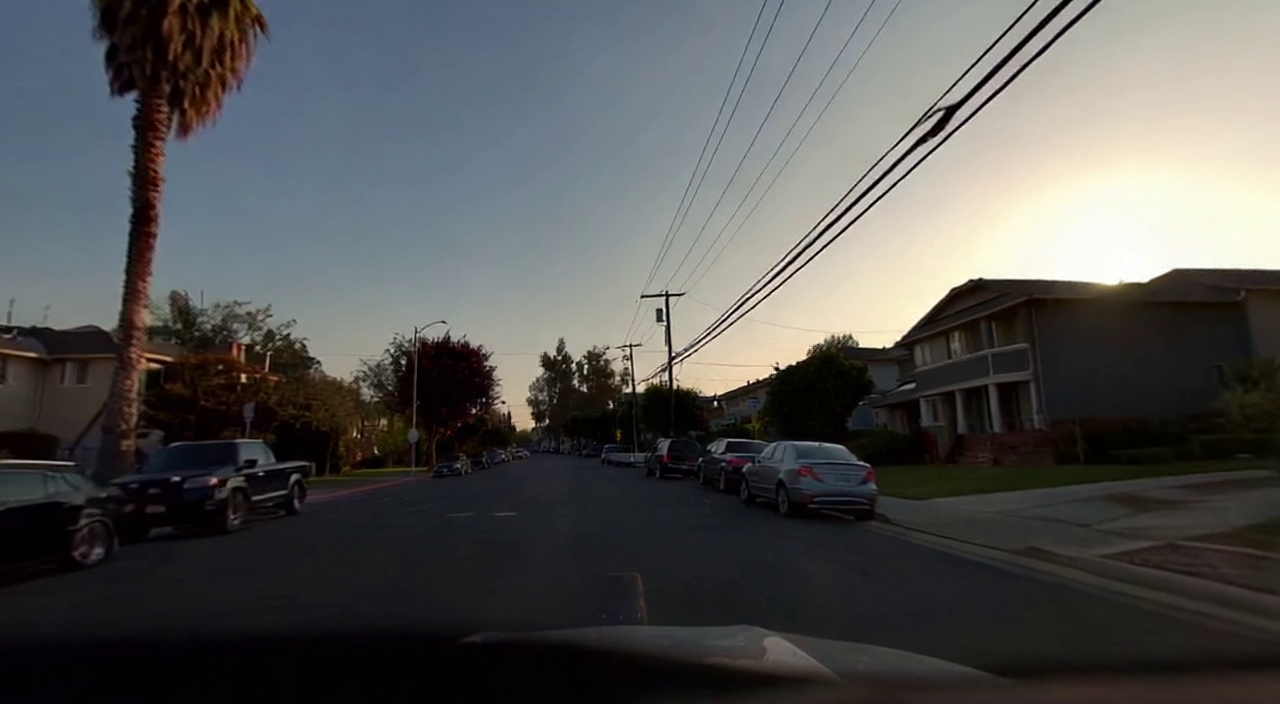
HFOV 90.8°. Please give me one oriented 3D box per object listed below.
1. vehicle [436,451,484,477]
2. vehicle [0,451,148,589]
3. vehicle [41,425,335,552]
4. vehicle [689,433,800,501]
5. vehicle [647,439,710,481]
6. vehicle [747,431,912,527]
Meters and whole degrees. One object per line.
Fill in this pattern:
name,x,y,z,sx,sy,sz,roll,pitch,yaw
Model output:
vehicle,-11.201,6.973,39.697,2.013,1.483,4.645,0,-8,-5
vehicle,-7.942,1.885,7.136,1.801,1.477,4.239,1,-9,-8
vehicle,-8.480,2.557,12.857,2.300,1.943,5.744,1,-8,-7
vehicle,2.970,3.408,19.194,1.922,1.761,4.633,1,-9,-9
vehicle,1.709,5.116,30.359,2.115,1.826,4.871,1,-9,-7
vehicle,3.747,2.579,13.456,1.894,1.675,4.294,0,-8,-4
